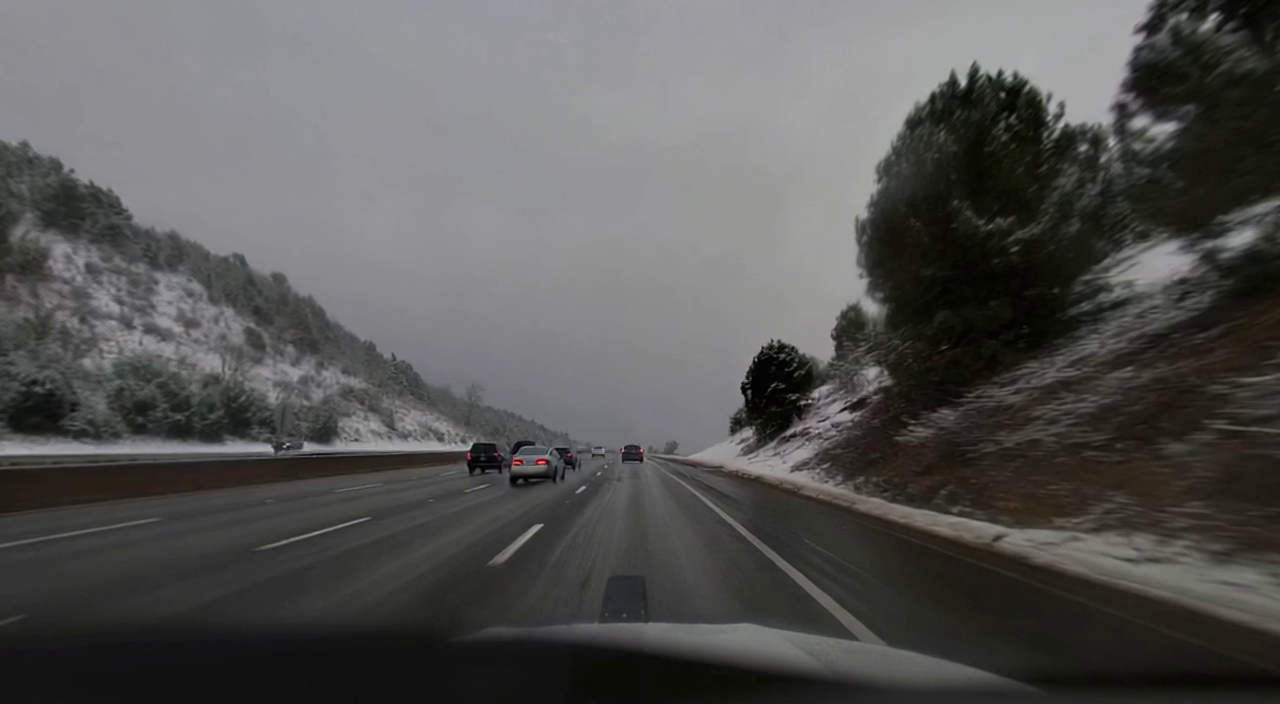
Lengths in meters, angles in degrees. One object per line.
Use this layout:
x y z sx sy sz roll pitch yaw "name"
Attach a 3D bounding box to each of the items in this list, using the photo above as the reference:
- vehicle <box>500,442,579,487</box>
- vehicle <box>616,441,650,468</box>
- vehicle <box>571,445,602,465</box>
-3.571 4.102 23.413 2.080 1.505 4.649 0 -8 1 "vehicle"
-0.523 6.884 42.455 2.138 1.674 4.044 0 -8 -2 "vehicle"
-4.153 8.112 49.967 2.099 1.467 4.275 0 -8 0 "vehicle"
